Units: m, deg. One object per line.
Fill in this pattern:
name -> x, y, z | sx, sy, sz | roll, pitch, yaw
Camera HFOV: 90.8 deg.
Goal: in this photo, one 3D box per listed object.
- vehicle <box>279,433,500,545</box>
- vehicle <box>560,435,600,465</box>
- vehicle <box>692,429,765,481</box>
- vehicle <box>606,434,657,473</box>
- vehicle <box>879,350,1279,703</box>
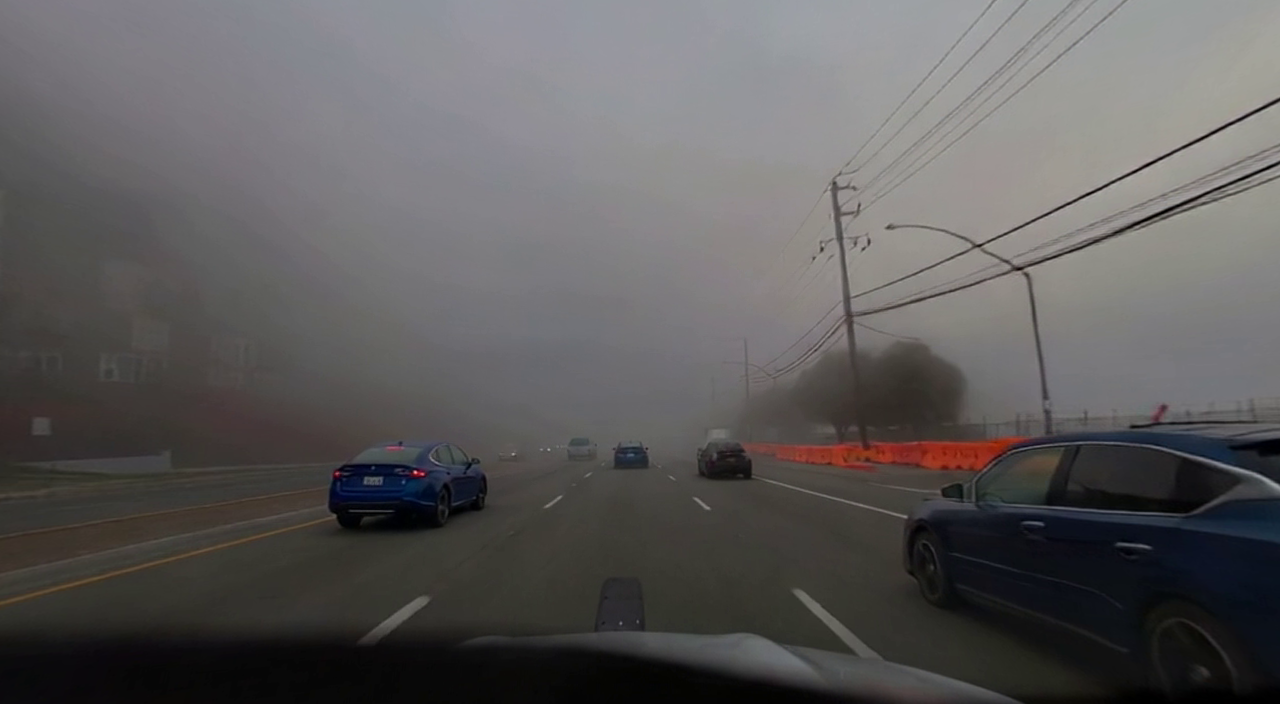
vehicle -> -3.795, 2.133, 10.538 | 1.968, 1.473, 4.209 | 0, -8, 0
vehicle -> -3.938, 6.542, 42.312 | 2.190, 1.832, 4.417 | 0, -8, 0
vehicle -> 3.243, 3.887, 24.021 | 2.029, 1.797, 4.218 | 0, -8, -1
vehicle -> -0.403, 4.846, 30.364 | 2.291, 1.714, 4.217 | 0, -8, 0
vehicle -> 3.172, 1.025, 3.674 | 1.975, 1.598, 4.025 | 0, -8, 0
